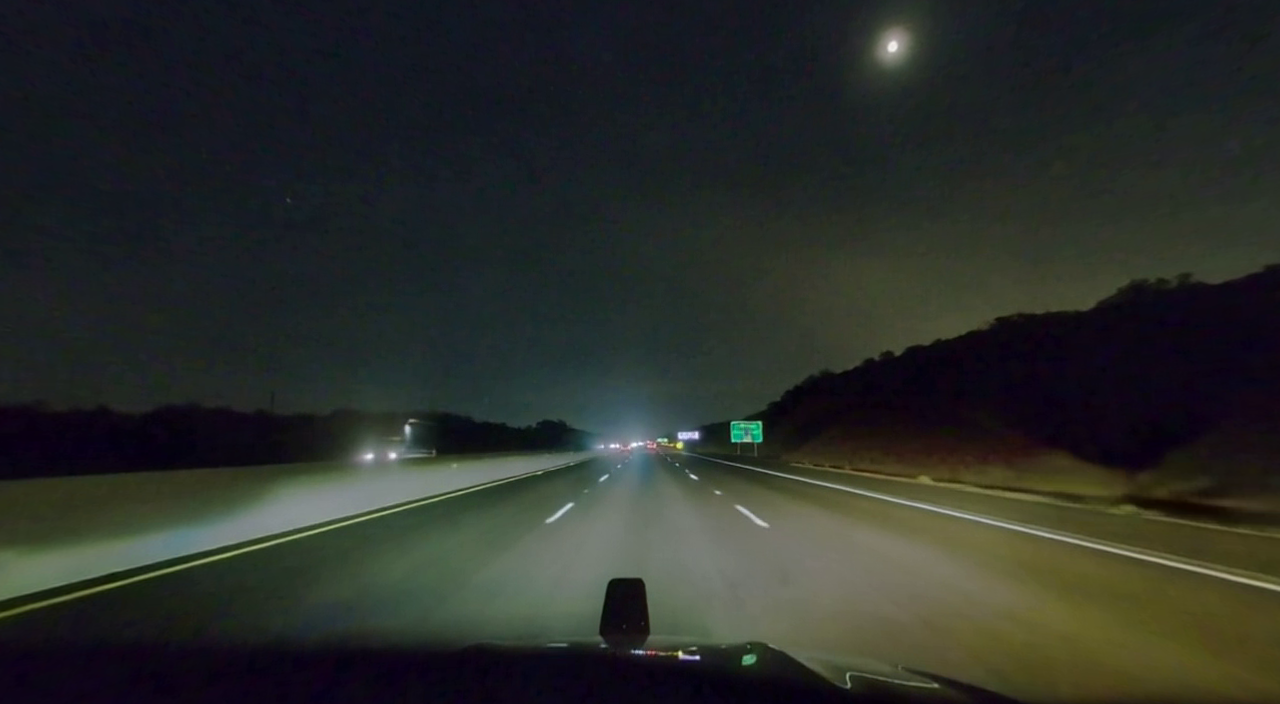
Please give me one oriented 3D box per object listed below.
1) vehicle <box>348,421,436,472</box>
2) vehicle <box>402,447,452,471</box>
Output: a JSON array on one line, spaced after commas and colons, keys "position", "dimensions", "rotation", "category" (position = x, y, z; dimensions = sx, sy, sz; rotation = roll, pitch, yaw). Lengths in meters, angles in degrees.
[{"position": [-18.763, 7.272, 48.468], "dimensions": [2.796, 3.508, 9.370], "rotation": [0, -8, 1], "category": "vehicle"}, {"position": [-14.868, 7.462, 44.181], "dimensions": [1.845, 1.518, 4.506], "rotation": [0, -8, 2], "category": "vehicle"}]
